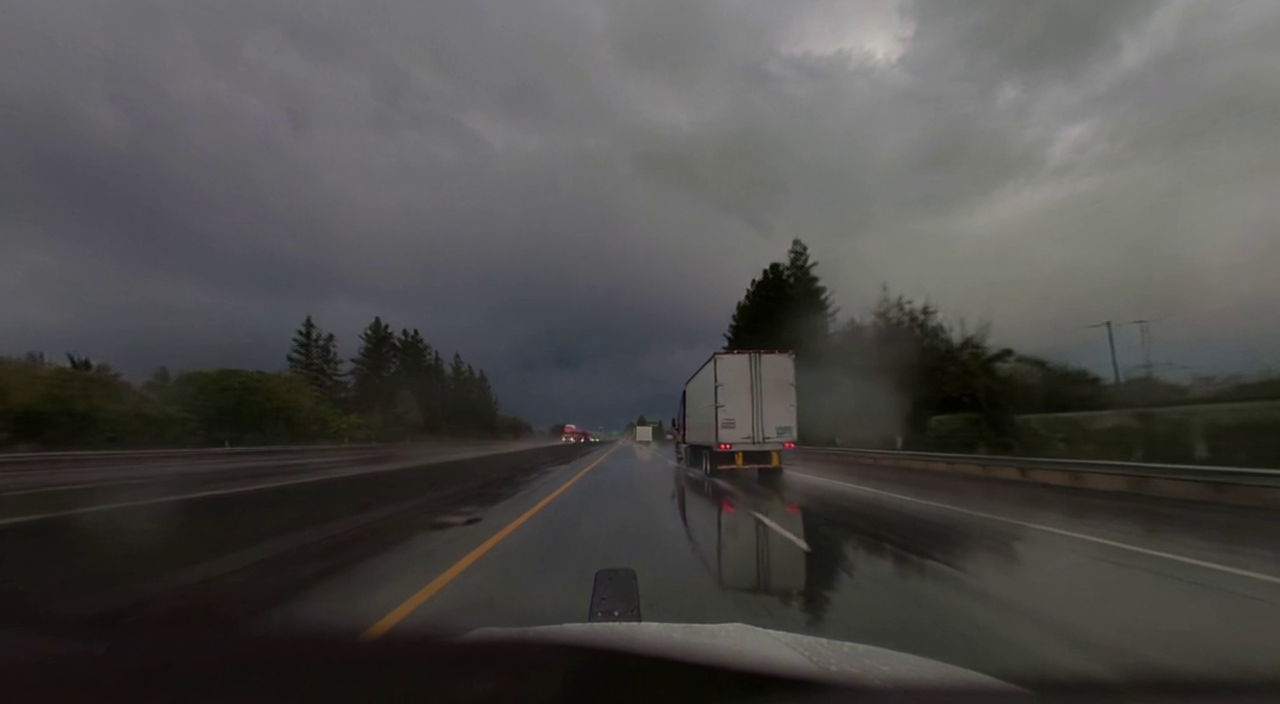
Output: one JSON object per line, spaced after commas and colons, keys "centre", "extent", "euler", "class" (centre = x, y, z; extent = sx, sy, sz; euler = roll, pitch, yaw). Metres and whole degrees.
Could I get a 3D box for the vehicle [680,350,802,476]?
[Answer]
{"centre": [3.550, 2.659, 25.453], "extent": [2.911, 3.994, 10.840], "euler": [0, -8, -1], "class": "vehicle"}
